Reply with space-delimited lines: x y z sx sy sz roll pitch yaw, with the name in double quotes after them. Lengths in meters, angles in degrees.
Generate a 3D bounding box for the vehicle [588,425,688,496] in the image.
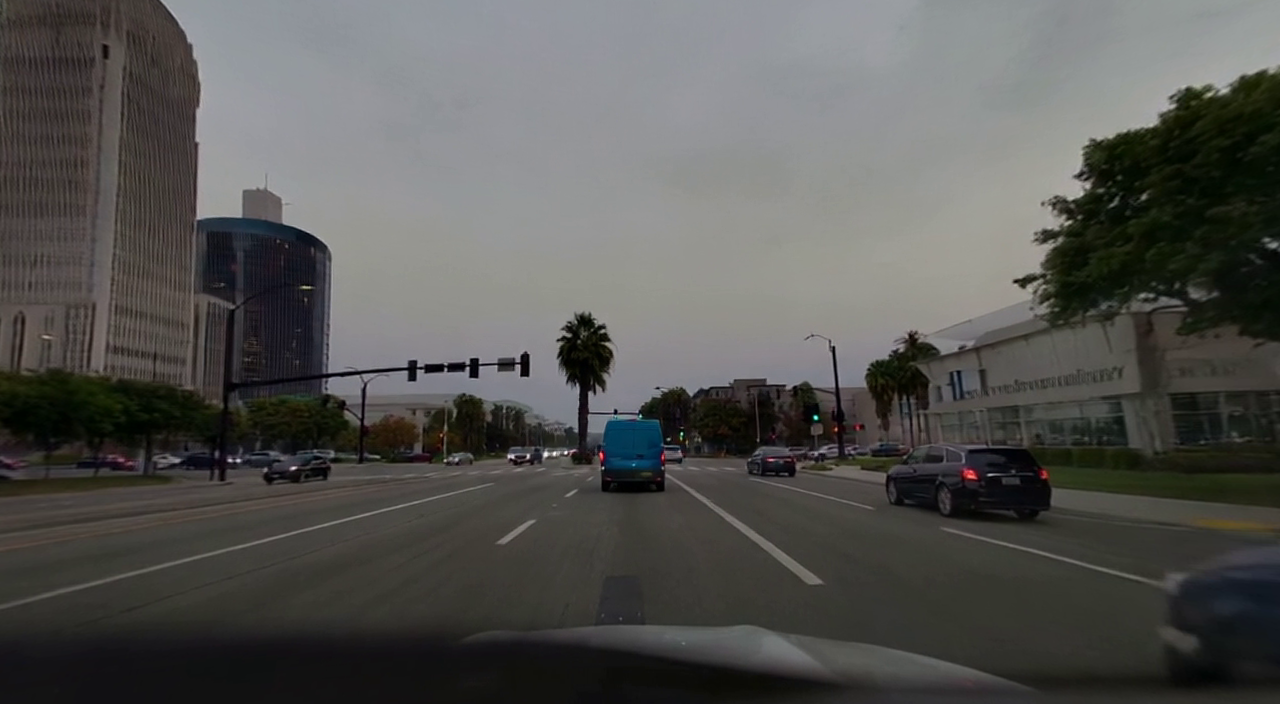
-0.141 3.521 20.917 2.848 1.991 5.706 0 -9 -2 "vehicle"

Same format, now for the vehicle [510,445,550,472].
-7.146 6.952 41.363 2.109 1.653 4.681 0 -9 -5 "vehicle"

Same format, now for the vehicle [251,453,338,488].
-16.589 5.681 30.652 1.953 1.480 4.632 1 -9 -5 "vehicle"

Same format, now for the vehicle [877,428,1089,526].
7.146 2.626 13.880 2.023 1.771 4.488 0 -9 -2 "vehicle"

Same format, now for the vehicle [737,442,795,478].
6.410 5.535 32.595 1.931 1.692 4.267 0 -9 -3 "vehicle"
